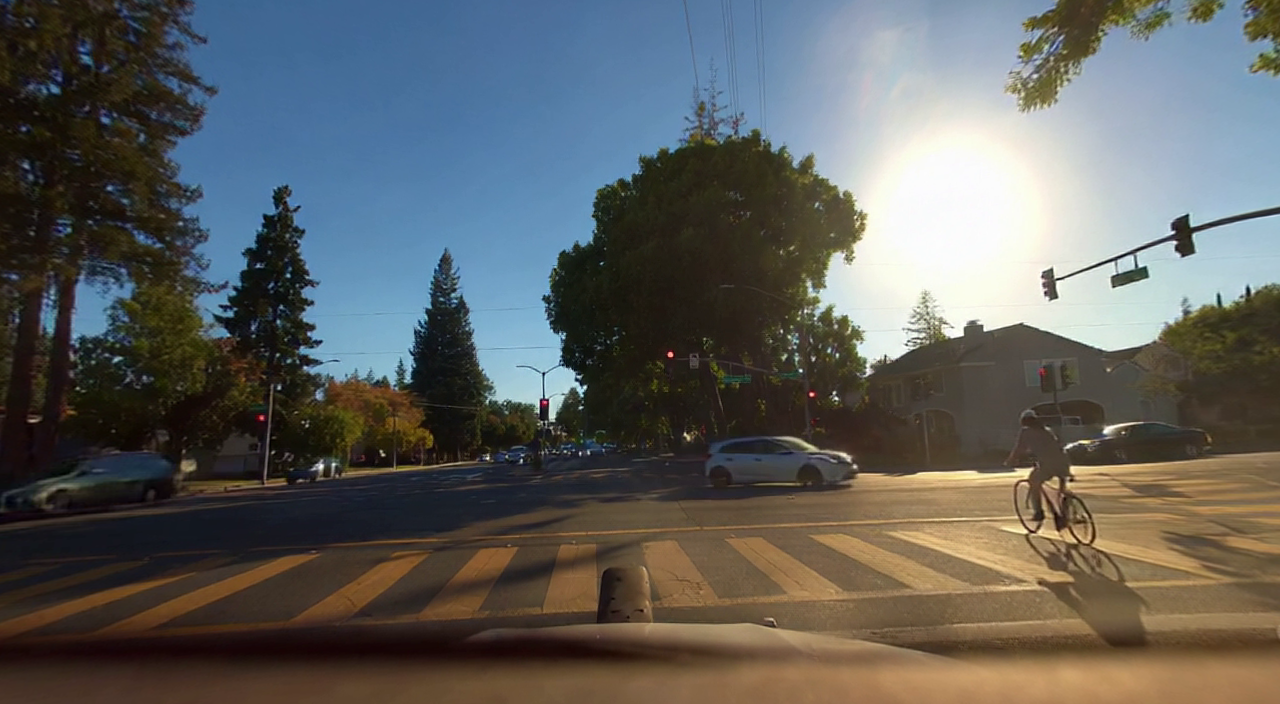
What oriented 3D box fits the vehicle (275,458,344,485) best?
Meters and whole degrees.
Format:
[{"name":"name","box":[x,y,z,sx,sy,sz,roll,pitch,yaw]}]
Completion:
[{"name":"vehicle","box":[-19.595,7.078,37.631,1.810,1.393,4.423,0,-9,-2]}]

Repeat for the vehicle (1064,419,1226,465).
[{"name":"vehicle","box":[17.320,3.104,21.771,3.969,1.493,1.823,0,-9,1]}]

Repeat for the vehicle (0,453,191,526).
[{"name":"vehicle","box":[-13.729,3.282,15.626,1.973,1.511,4.299,0,-9,1]}]

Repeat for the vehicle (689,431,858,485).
[{"name":"vehicle","box":[4.127,3.281,19.621,4.749,1.496,2.017,-4,-10,25]}]
